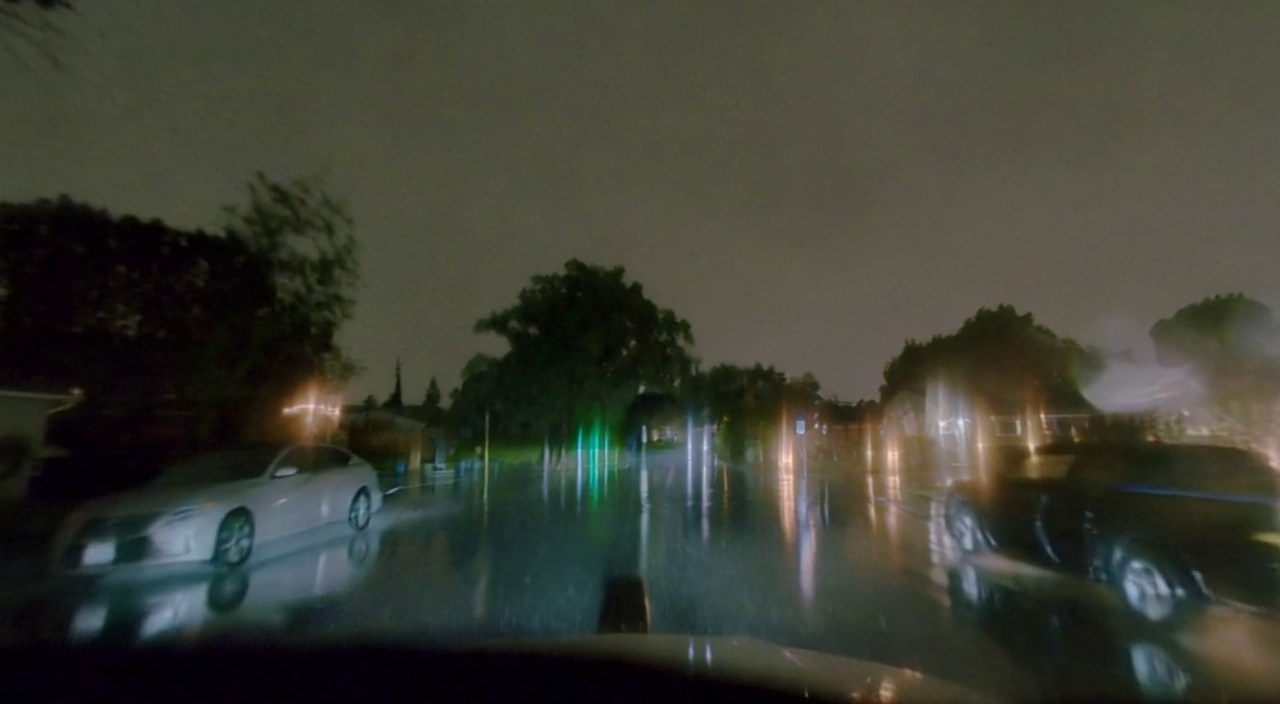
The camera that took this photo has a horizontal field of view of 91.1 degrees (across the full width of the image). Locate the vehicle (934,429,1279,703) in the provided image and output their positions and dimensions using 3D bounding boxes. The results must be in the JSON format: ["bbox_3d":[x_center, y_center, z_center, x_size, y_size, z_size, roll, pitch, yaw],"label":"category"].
[{"bbox_3d":[4.434,1.408,5.306,1.931,1.395,4.793,1,-8,5],"label":"vehicle"}]

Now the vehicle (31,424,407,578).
[{"bbox_3d":[-5.365,1.999,9.029,1.943,1.433,4.717,-6,-11,4],"label":"vehicle"}]
